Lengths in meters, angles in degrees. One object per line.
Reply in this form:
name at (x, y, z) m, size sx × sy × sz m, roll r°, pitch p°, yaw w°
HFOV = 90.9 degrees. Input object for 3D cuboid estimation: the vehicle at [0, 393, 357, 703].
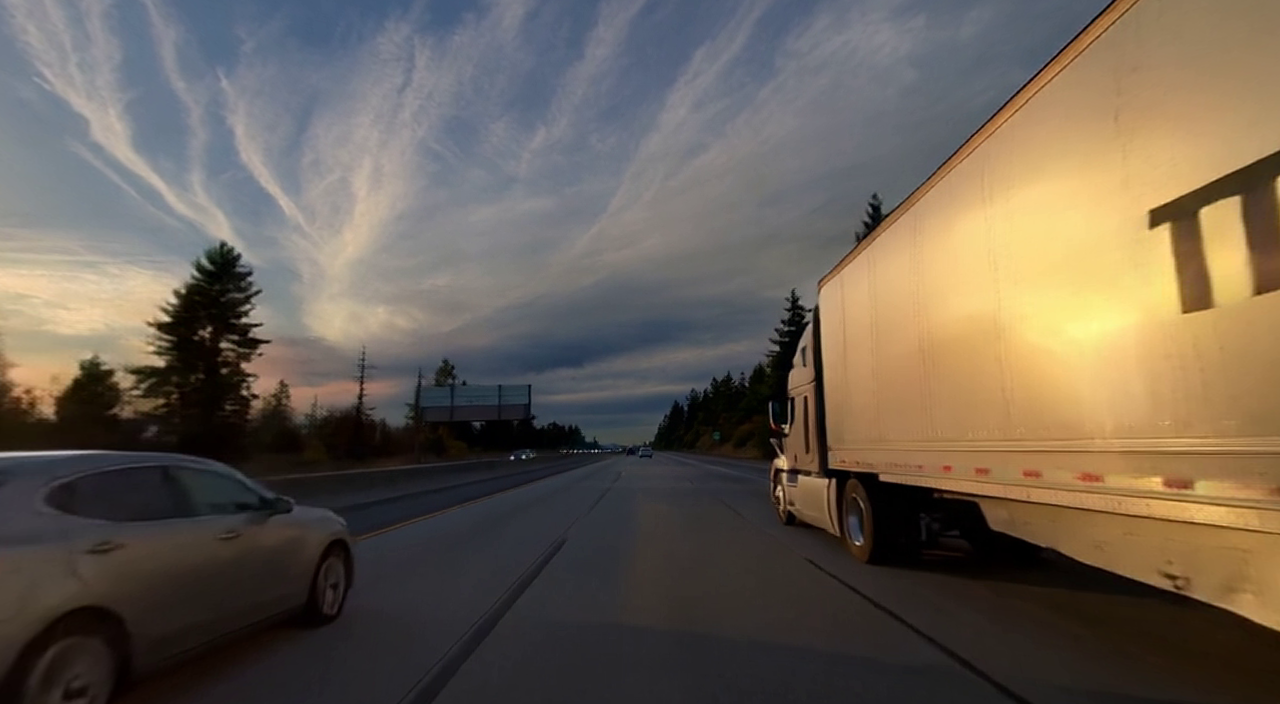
vehicle at (-3.267, 0.948, 2.549) m, size 2.054 × 1.475 × 4.708 m, roll 0°, pitch -9°, yaw 0°

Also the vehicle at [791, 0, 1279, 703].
vehicle at (3.829, 0.334, 6.261) m, size 3.010 × 3.907 × 5.999 m, roll 0°, pitch -9°, yaw -1°
